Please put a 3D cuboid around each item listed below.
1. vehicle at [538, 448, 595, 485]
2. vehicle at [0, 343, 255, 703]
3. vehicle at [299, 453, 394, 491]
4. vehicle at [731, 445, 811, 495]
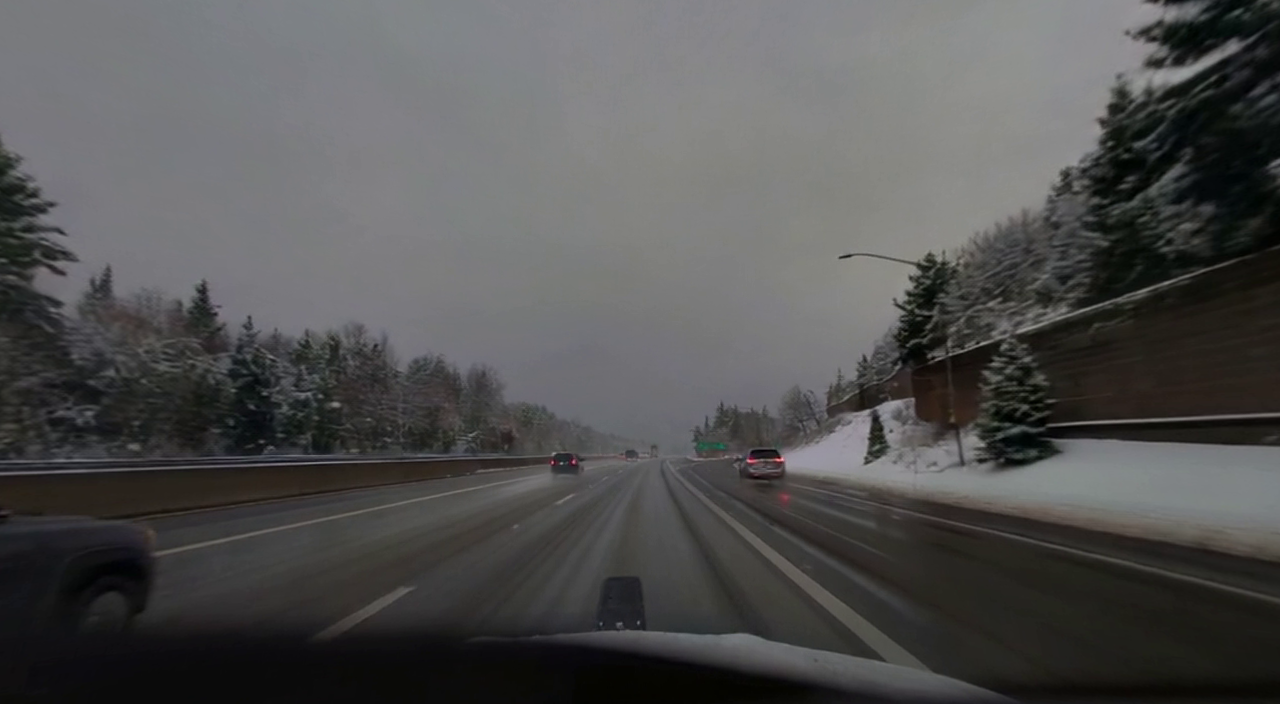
[{"bbox_3d":[-3.227,5.117,28.443,1.997,1.540,3.906,0,-9,2],"label":"vehicle"},{"bbox_3d":[-3.564,0.712,1.704,2.263,1.696,4.321,0,-9,0],"label":"vehicle"},{"bbox_3d":[-12.639,5.162,27.493,1.979,1.476,4.417,0,-9,1],"label":"vehicle"},{"bbox_3d":[4.488,4.113,22.288,2.020,1.548,4.715,0,-9,3],"label":"vehicle"}]
